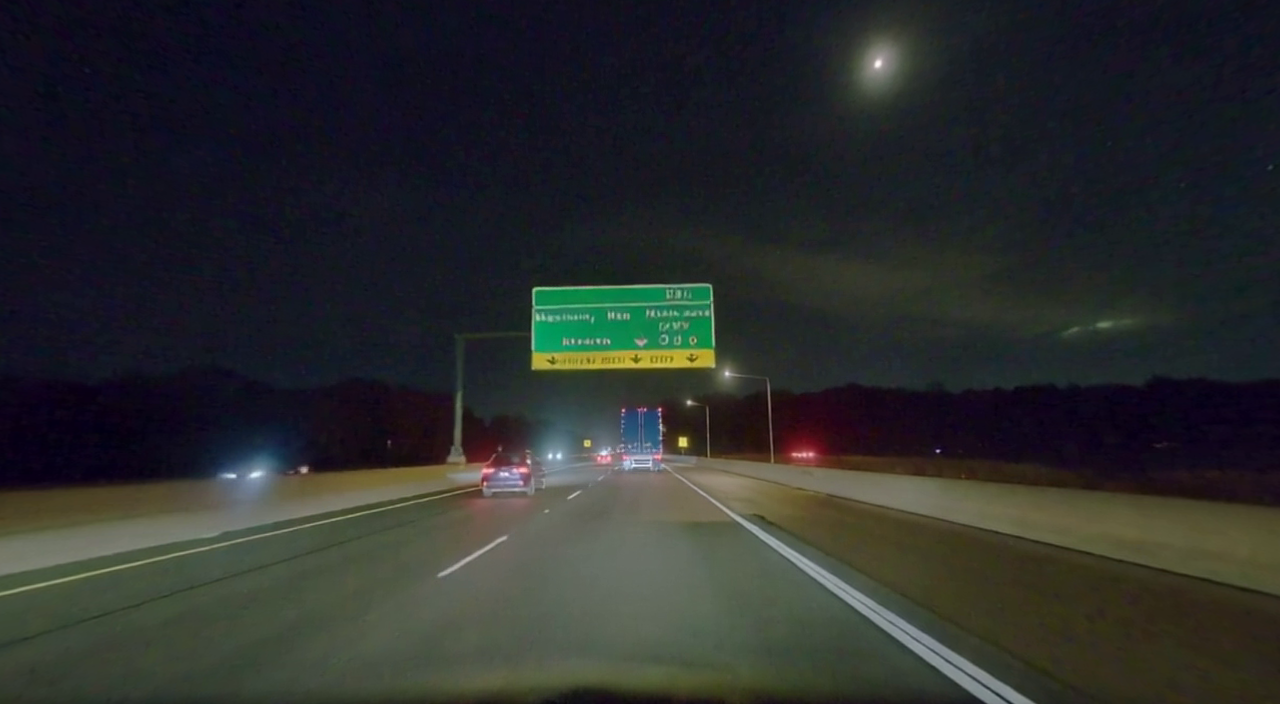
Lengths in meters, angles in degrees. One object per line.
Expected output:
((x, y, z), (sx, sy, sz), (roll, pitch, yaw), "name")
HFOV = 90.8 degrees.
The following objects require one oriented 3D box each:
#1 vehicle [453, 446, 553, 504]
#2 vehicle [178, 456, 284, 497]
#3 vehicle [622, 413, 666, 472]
((-4.017, 3.693, 19.377), (2.053, 1.523, 4.450), (-1, -9, 0), "vehicle")
((-15.971, 4.852, 24.852), (1.781, 1.417, 3.527), (0, -9, 0), "vehicle")
((0.153, 6.601, 45.624), (2.864, 3.805, 9.500), (0, -9, -1), "vehicle")
